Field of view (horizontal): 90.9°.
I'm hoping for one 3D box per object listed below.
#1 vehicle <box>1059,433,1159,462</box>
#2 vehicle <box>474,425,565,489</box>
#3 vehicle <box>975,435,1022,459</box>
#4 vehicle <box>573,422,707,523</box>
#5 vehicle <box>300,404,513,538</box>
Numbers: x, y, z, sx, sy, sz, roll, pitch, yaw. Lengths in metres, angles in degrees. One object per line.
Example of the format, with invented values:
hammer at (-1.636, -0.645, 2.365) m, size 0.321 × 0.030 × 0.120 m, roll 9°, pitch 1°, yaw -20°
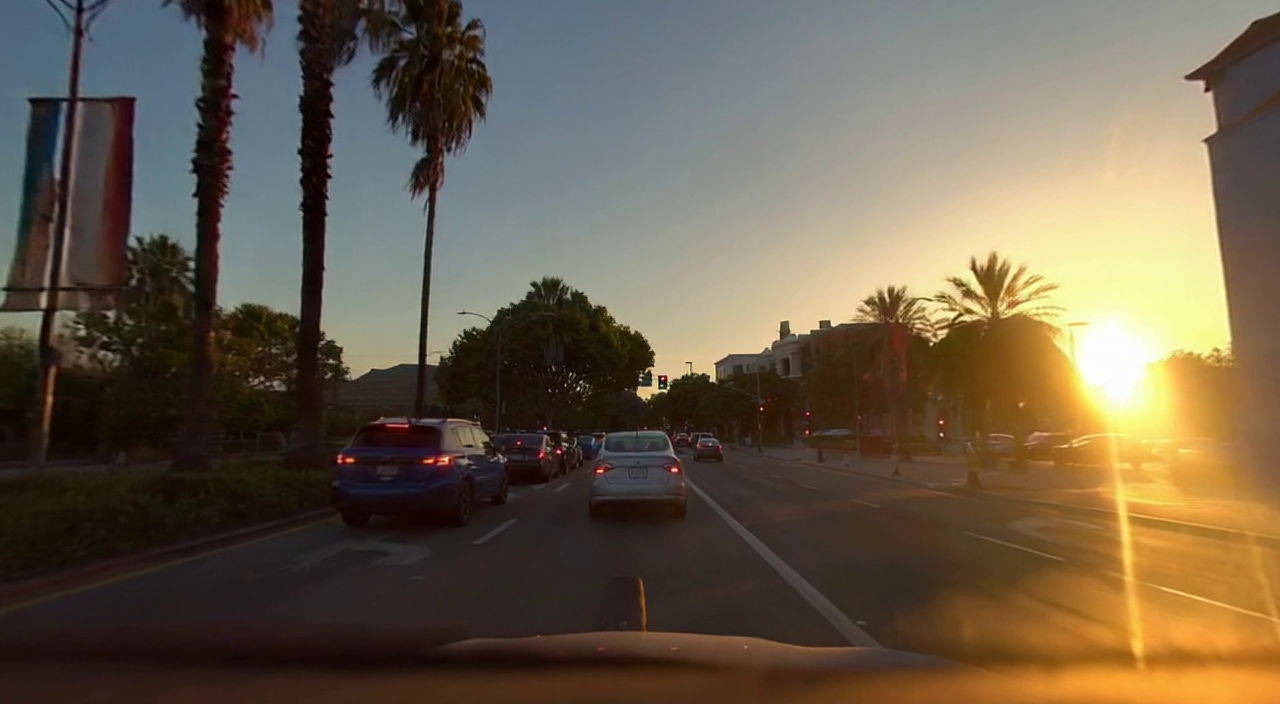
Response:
vehicle at (25.436, 5.203, 34.285) m, size 3.914 × 1.427 × 1.779 m, roll -2°, pitch -8°, yaw 5°
vehicle at (-3.440, 3.097, 18.825) m, size 1.840 × 1.684 × 4.041 m, roll 0°, pitch -9°, yaw 1°
vehicle at (25.929, 6.900, 45.756) m, size 1.882 × 1.672 × 3.957 m, roll -2°, pitch -9°, yaw 14°
vehicle at (-0.023, 2.234, 12.169) m, size 2.114 × 1.585 × 4.285 m, roll 0°, pitch -9°, yaw -1°
vehicle at (-3.498, 1.890, 10.501) m, size 1.914 × 1.741 × 4.398 m, roll 0°, pitch -9°, yaw -1°
